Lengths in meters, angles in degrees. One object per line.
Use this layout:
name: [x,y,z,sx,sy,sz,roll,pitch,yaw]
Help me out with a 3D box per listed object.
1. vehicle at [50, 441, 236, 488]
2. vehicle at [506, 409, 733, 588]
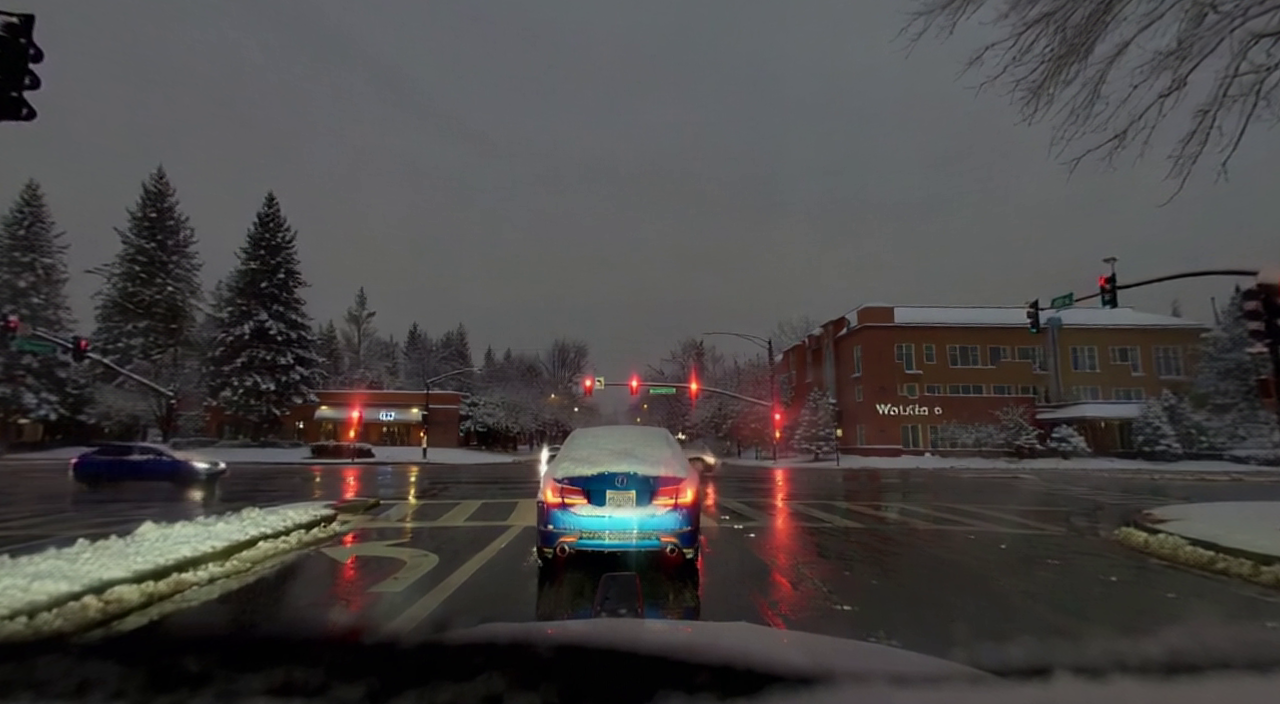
vehicle: [-17.673,4.008,22.686,4.891,1.591,2.067,0,-8,0]
vehicle: [-0.220,1.628,7.797,2.066,1.618,3.922,0,-8,-1]
